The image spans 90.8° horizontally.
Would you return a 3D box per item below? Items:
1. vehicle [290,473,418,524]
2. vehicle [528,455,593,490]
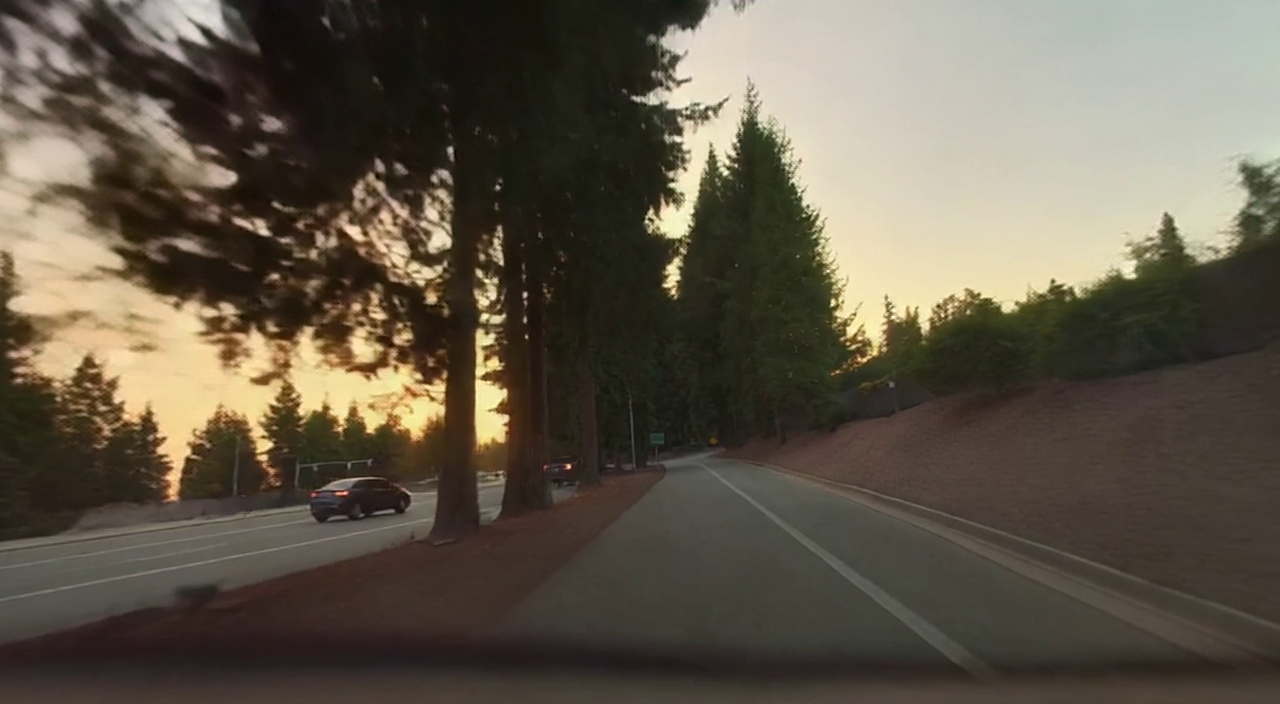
[{"bbox_3d":[-10.848,5.574,24.433,1.886,1.535,4.742,-2,-9,14],"label":"vehicle"},{"bbox_3d":[-4.283,6.576,34.875,2.049,1.699,4.860,-2,-9,12],"label":"vehicle"}]
